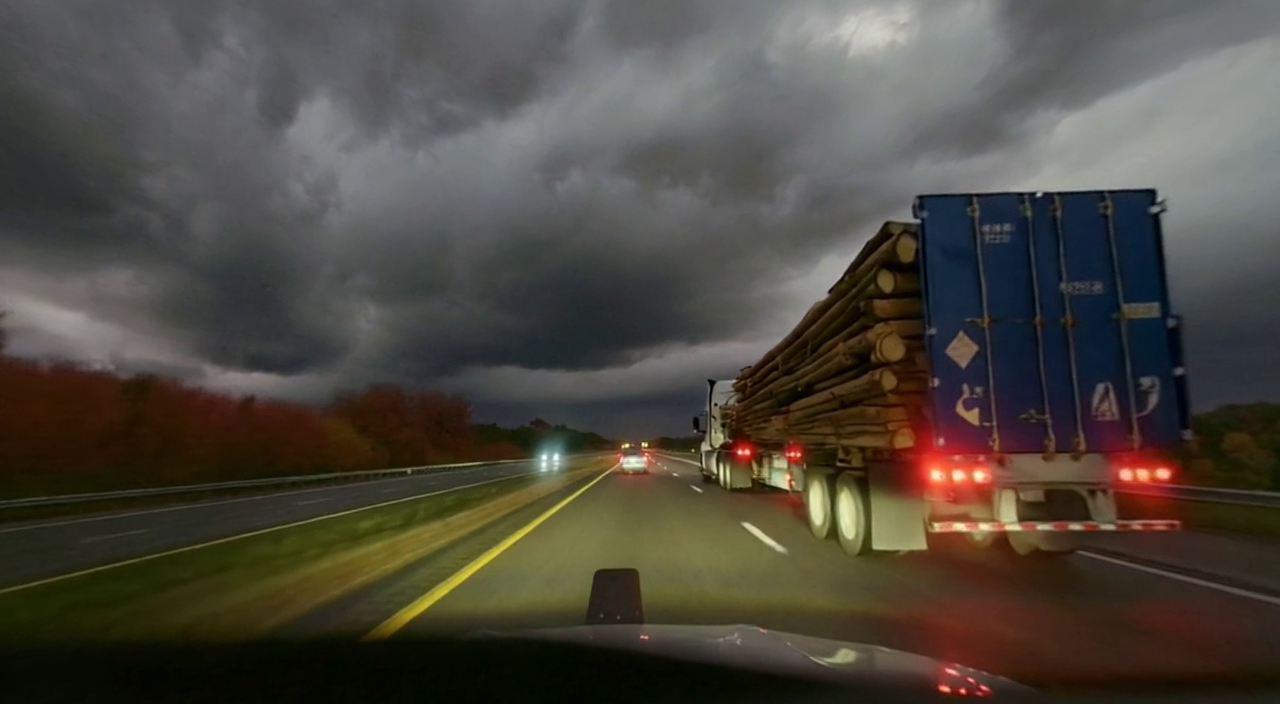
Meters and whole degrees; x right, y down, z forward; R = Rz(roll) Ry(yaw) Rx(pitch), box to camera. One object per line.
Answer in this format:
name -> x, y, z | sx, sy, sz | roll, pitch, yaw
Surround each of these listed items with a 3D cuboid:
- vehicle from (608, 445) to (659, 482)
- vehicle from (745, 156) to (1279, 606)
vehicle -> -0.290, 4.942, 28.069 | 2.099, 1.506, 4.097 | 0, -9, 0
vehicle -> 3.914, 0.782, 9.594 | 3.004, 3.923, 8.363 | 0, -9, -1
